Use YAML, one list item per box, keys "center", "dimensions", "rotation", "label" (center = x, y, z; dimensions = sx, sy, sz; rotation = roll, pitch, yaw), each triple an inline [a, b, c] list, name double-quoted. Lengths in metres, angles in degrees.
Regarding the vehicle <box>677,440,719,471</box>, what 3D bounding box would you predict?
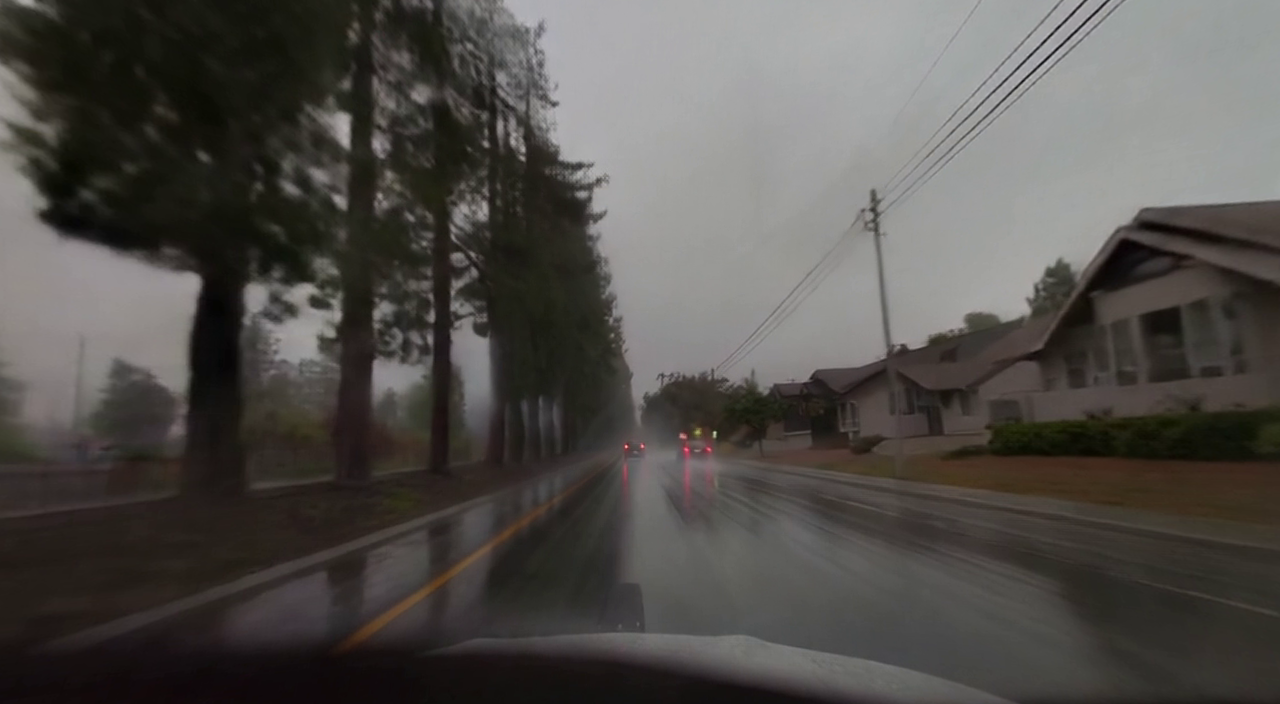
- center: [3.204, 5.842, 35.749]
  dimensions: [1.888, 1.640, 4.044]
  rotation: [0, -8, -2]
  label: "vehicle"
